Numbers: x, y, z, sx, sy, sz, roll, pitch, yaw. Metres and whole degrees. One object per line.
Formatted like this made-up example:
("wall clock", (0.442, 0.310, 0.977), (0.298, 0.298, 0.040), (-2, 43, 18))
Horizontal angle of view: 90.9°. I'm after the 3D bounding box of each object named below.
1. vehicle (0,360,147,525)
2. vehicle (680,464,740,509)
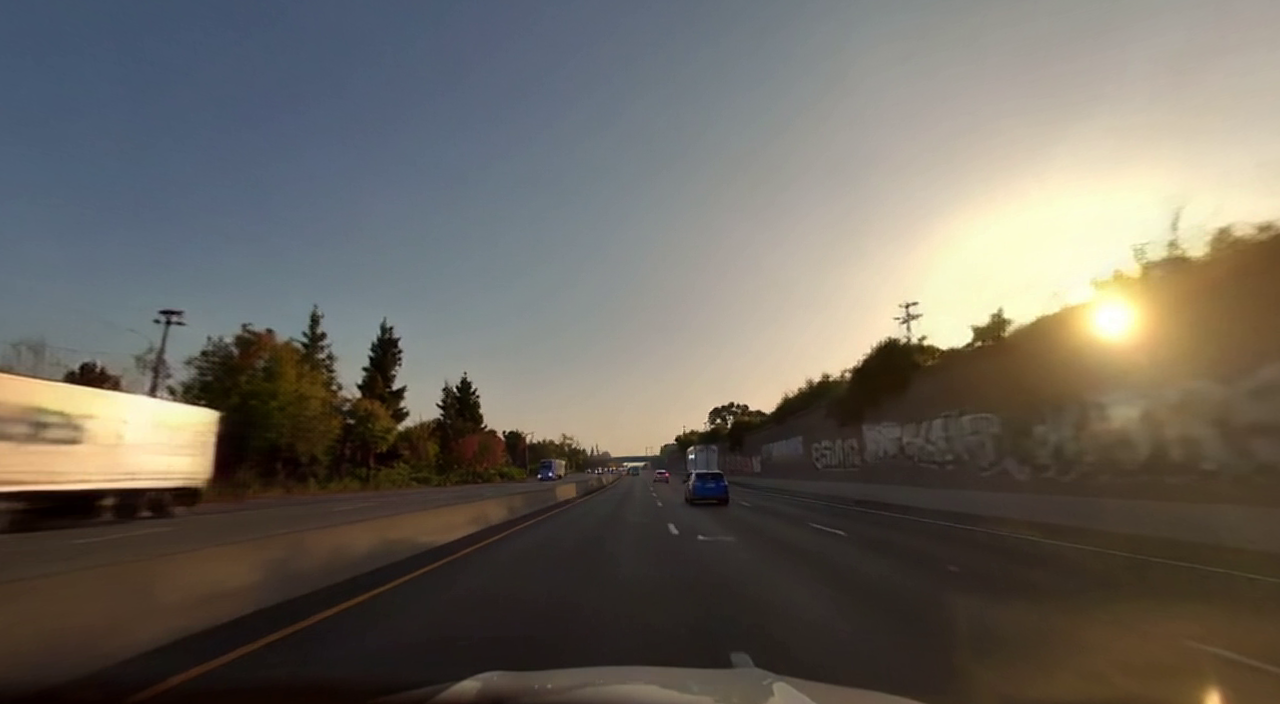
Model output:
("vehicle", (-17.390, 1.858, 13.591), (2.968, 4.026, 12.783), (1, -10, 1))
("vehicle", (2.771, 5.386, 25.504), (2.011, 1.574, 3.512), (2, -10, 0))
